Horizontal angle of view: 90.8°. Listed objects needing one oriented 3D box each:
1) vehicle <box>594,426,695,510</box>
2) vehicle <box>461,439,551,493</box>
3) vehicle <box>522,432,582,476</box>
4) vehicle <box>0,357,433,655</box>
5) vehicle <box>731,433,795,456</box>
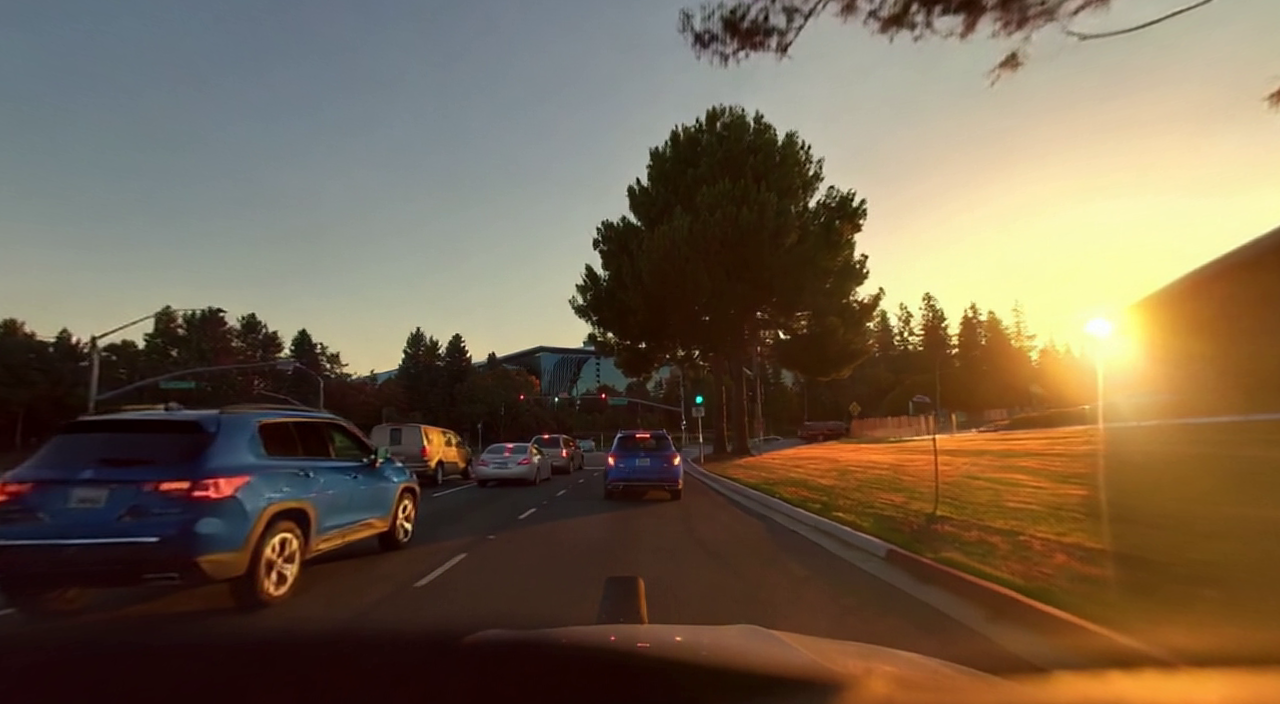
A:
[{"bbox_3d":[0.081,2.687,15.079,2.055,1.681,4.270,0,-9,0],"label":"vehicle"},{"bbox_3d":[-4.110,3.569,20.154,1.942,1.523,4.212,0,-9,0],"label":"vehicle"},{"bbox_3d":[-3.916,4.652,28.877,2.043,1.813,4.549,0,-9,0],"label":"vehicle"},{"bbox_3d":[-4.078,1.384,6.769,2.088,1.947,5.119,0,-9,-1],"label":"vehicle"},{"bbox_3d":[8.623,6.538,44.638,4.265,1.498,1.826,-1,-9,6],"label":"vehicle"}]
